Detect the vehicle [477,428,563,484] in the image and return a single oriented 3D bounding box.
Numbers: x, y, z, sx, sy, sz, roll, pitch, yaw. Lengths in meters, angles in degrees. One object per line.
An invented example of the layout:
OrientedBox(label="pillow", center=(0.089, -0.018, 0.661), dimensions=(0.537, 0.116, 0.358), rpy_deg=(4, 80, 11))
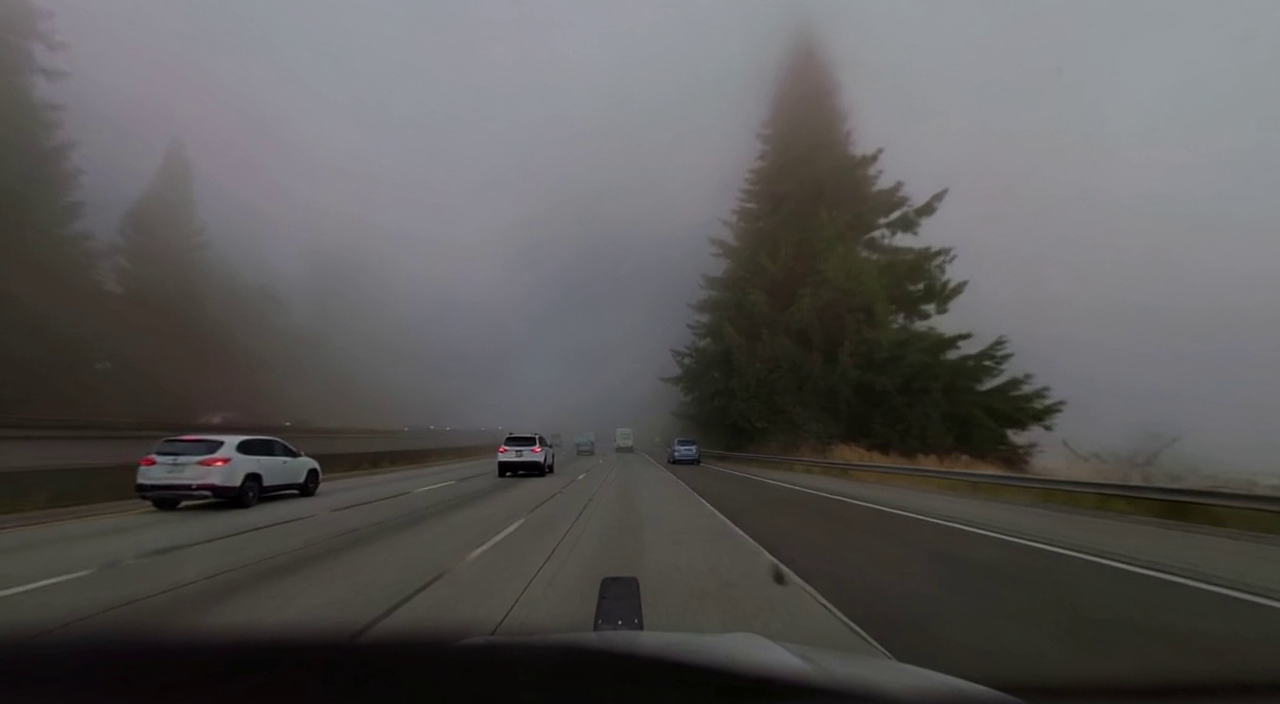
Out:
OrientedBox(label="vehicle", center=(-3.895, 3.453, 21.161), dimensions=(2.002, 1.680, 4.301), rpy_deg=(0, -9, 0))

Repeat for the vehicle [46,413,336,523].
OrientedBox(label="vehicle", center=(-8.176, 2.167, 12.256), dimensions=(2.237, 1.703, 4.681), rpy_deg=(0, -9, -1))

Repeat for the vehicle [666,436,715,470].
OrientedBox(label="vehicle", center=(2.569, 5.299, 33.128), dimensions=(2.053, 1.698, 4.097), rpy_deg=(0, -9, -3))
